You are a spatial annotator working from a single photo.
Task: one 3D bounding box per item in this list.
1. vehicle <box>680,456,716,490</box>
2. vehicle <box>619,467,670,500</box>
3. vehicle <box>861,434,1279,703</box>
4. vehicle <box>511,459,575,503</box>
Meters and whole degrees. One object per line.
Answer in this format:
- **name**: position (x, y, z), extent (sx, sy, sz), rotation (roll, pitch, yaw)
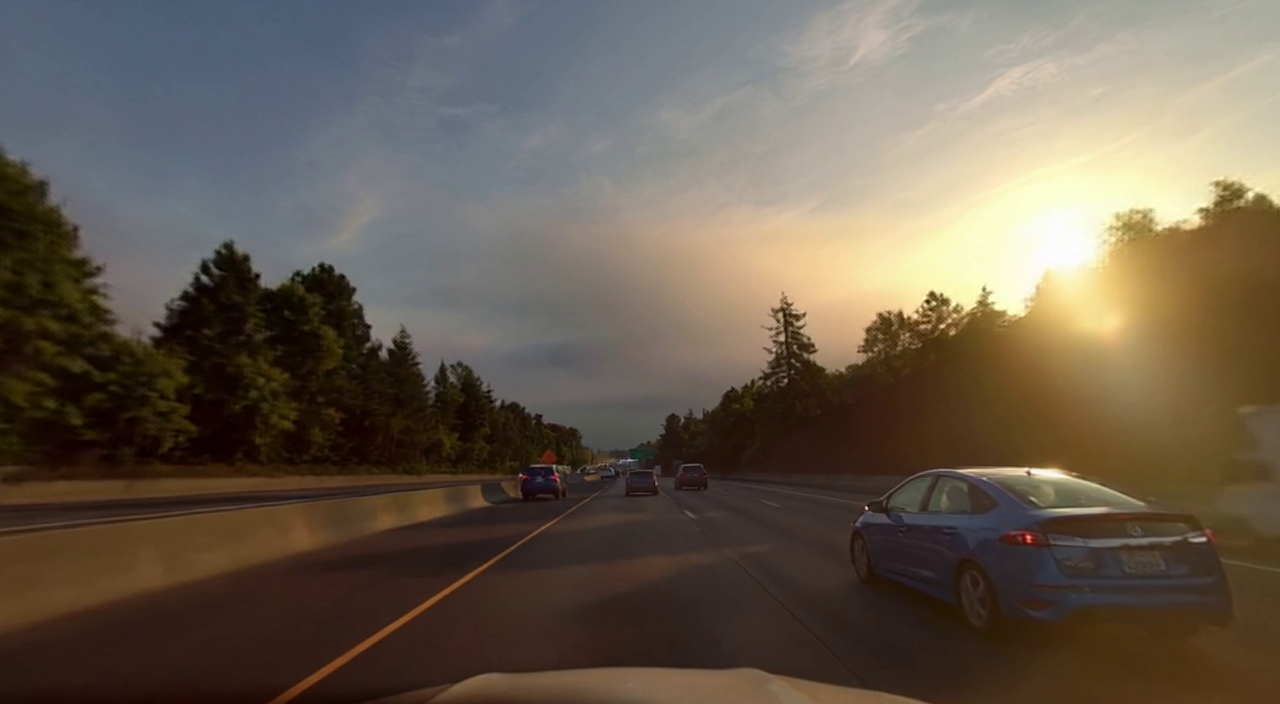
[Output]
- **vehicle**: position (3.978, 8.370, 43.616), extent (2.030, 2.172, 3.621), rotation (1, -10, -2)
- **vehicle**: position (0.202, 6.258, 30.204), extent (2.241, 1.425, 3.973), rotation (1, -10, 0)
- **vehicle**: position (3.648, 1.617, 5.548), extent (1.938, 1.561, 3.786), rotation (1, -10, -1)
- **vehicle**: position (-4.074, 5.508, 27.151), extent (2.021, 1.706, 4.247), rotation (1, -10, 0)
